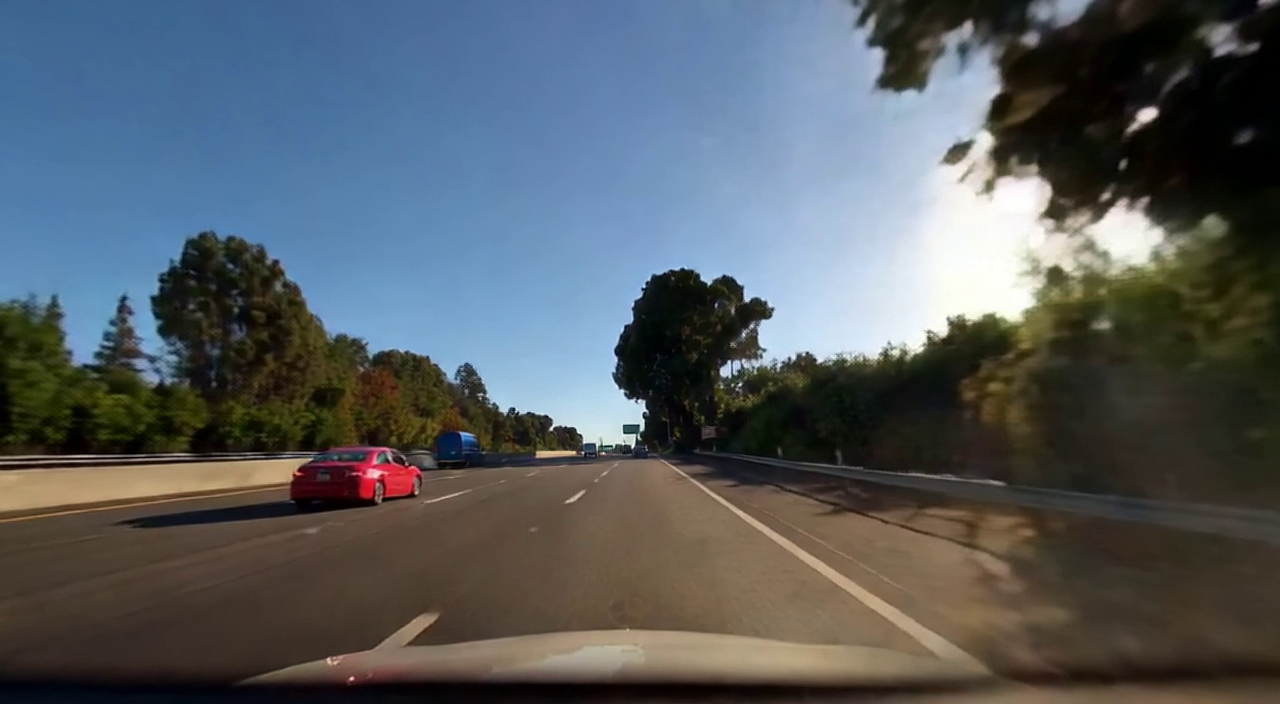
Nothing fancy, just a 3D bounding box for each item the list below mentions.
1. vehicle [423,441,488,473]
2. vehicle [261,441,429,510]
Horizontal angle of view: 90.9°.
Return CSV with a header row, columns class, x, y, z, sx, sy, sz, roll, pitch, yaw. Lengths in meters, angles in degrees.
class,x,y,z,sx,sy,sz,roll,pitch,yaw
vehicle,-10.942,6.244,37.788,2.249,1.735,5.018,-1,-8,2
vehicle,-7.270,3.048,16.224,1.981,1.486,4.735,0,-8,1
